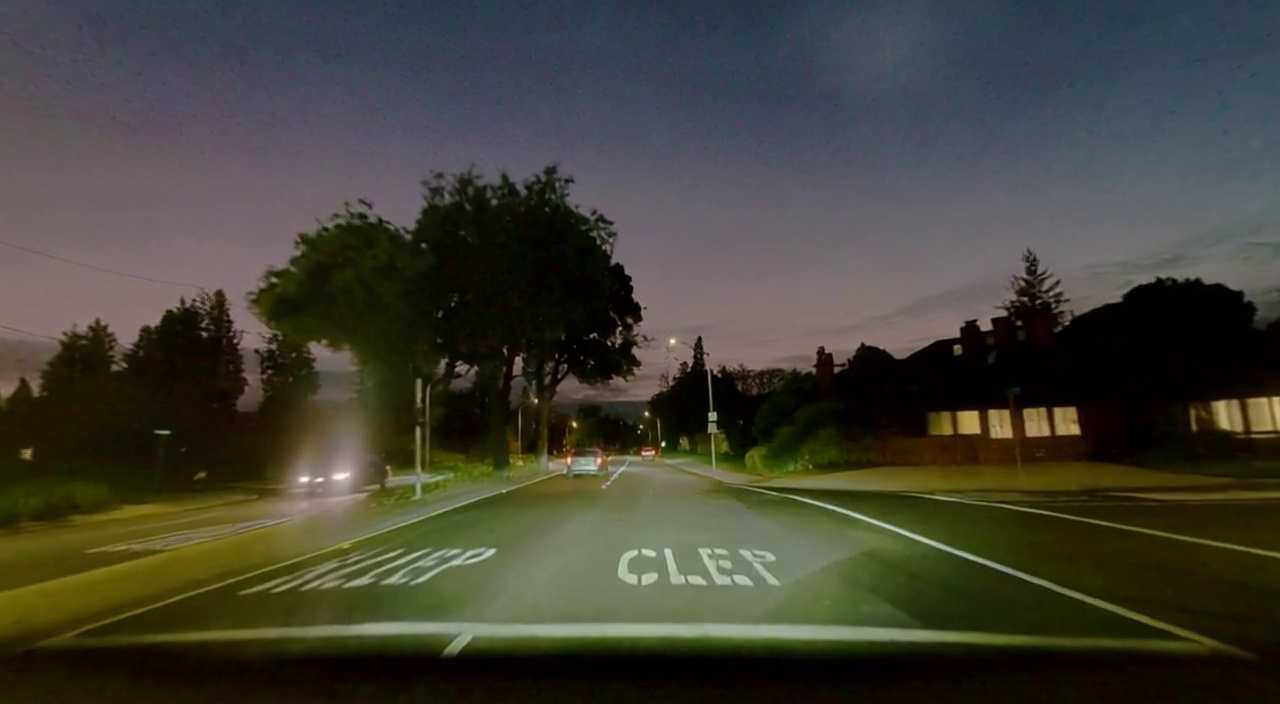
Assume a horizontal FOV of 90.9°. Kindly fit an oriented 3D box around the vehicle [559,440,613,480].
[{"bbox_3d":[-2.574,5.255,30.995,2.190,1.766,4.394,0,-8,1],"label":"vehicle"}]

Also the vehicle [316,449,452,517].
[{"bbox_3d":[-6.535,3.347,16.652,1.972,1.514,4.241,1,-8,-3],"label":"vehicle"}]
